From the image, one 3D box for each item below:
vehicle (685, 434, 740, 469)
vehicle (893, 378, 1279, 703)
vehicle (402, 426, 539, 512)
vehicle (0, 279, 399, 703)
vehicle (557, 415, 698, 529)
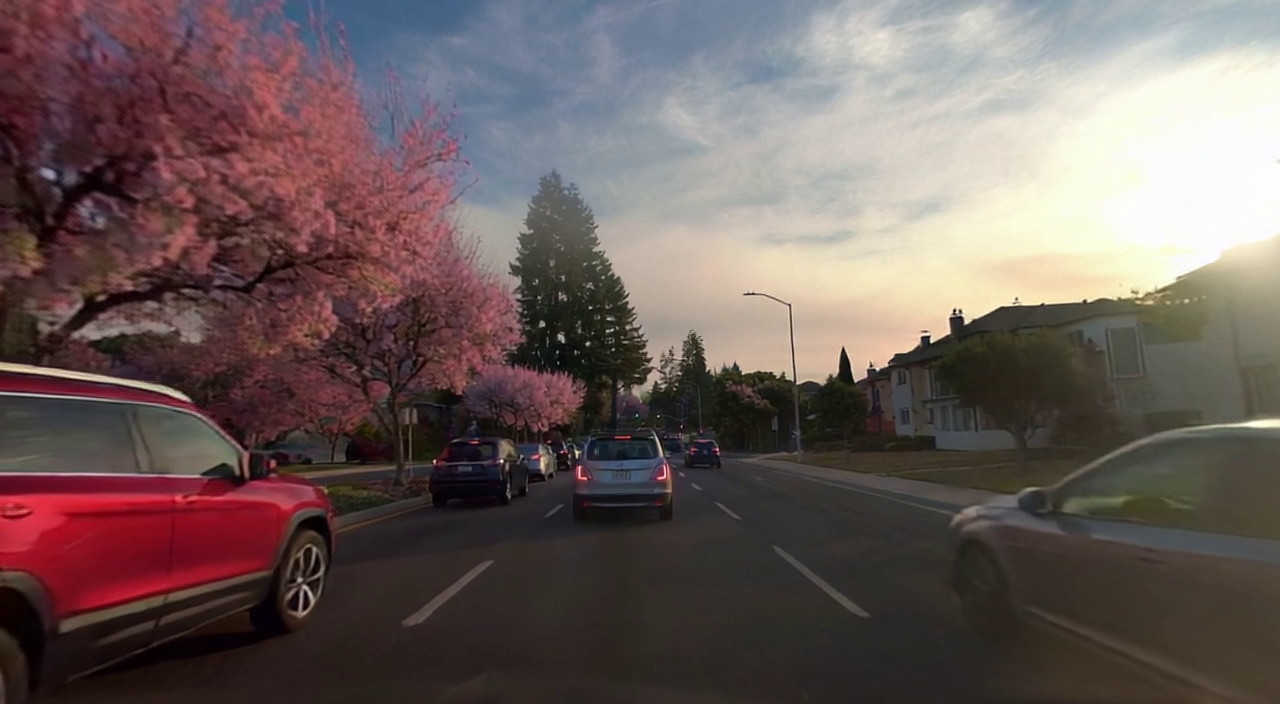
[{"bbox_3d":[3.653,5.133,32.712,2.188,1.685,4.604,0,-8,-2],"label":"vehicle"},{"bbox_3d":[3.124,0.964,2.774,2.056,1.536,4.678,0,-8,0],"label":"vehicle"},{"bbox_3d":[-3.666,2.597,14.565,1.948,1.668,4.279,0,-8,0],"label":"vehicle"},{"bbox_3d":[-3.549,0.906,3.777,2.304,1.928,4.833,0,-8,0],"label":"vehicle"},{"bbox_3d":[-0.204,2.093,11.583,2.112,1.693,4.058,0,-8,-1],"label":"vehicle"}]
